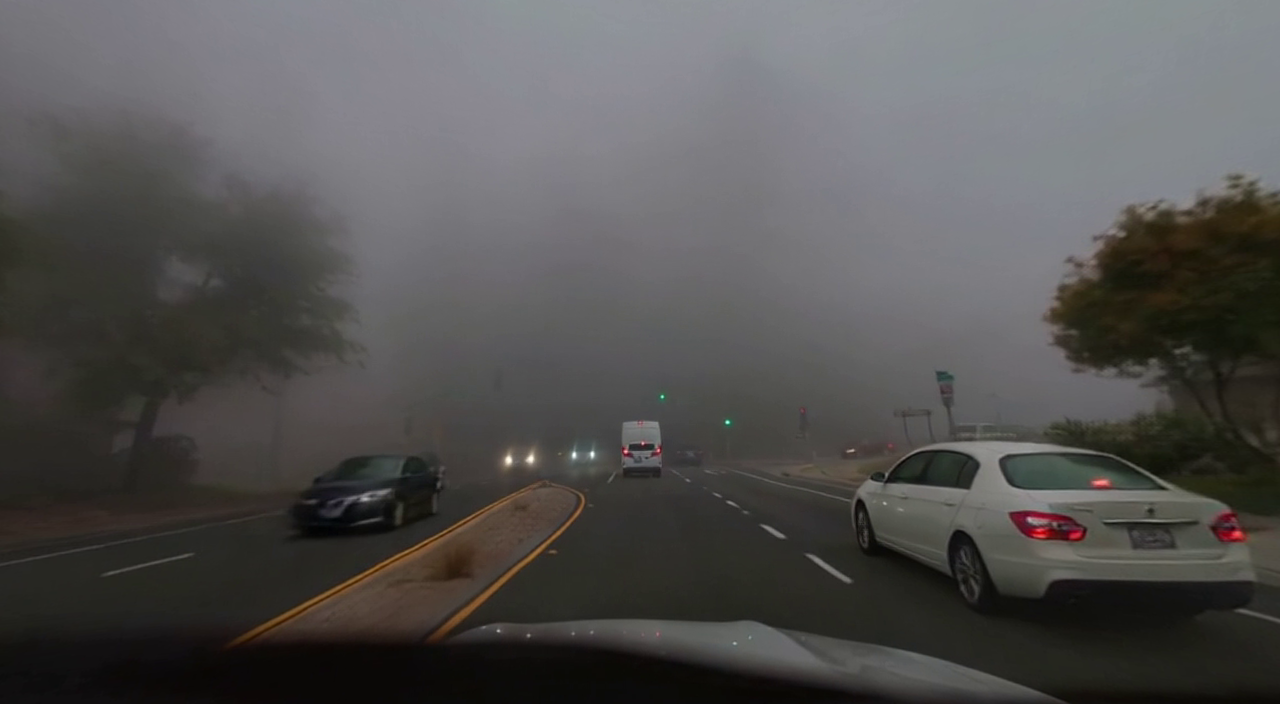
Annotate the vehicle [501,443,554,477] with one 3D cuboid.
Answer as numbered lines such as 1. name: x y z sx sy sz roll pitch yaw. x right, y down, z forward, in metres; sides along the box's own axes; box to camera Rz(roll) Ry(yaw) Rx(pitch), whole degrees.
1. vehicle: -6.362 6.164 36.323 2.146 1.768 4.664 0 -9 0

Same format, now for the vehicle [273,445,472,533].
1. vehicle: -5.316 2.761 13.503 2.193 1.502 4.913 0 -9 -1

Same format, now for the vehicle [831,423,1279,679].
1. vehicle: 3.474 1.472 5.886 1.973 1.447 4.402 0 -8 0

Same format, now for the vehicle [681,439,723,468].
1. vehicle: 4.112 6.813 42.602 2.187 1.847 4.553 0 -9 -2

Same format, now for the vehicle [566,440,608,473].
1. vehicle: -2.994 6.019 36.611 2.083 1.741 5.530 0 -9 -1

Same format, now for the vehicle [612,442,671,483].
1. vehicle: 0.045 4.312 24.946 2.114 1.483 4.207 0 -9 0
